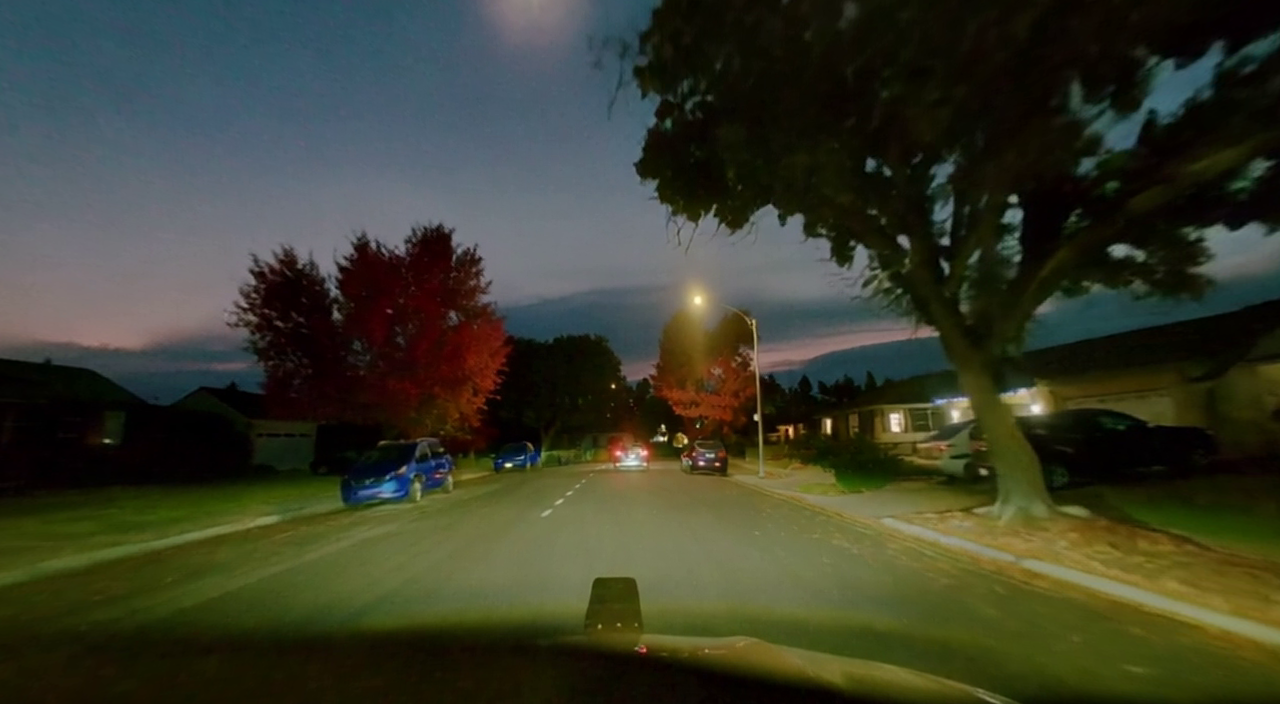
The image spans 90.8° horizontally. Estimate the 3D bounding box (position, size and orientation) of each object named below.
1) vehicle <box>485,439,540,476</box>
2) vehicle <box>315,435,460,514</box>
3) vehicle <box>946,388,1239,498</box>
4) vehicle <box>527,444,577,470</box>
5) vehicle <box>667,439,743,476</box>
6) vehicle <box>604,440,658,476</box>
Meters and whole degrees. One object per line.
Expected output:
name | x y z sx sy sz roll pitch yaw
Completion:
vehicle | -7.177 5.953 35.942 2.235 1.851 4.662 -2 -9 -1
vehicle | -6.753 3.251 17.598 2.254 1.773 4.795 -2 -7 -2
vehicle | 9.673 1.973 13.817 4.813 1.914 2.041 -3 -9 -5
vehicle | -6.659 7.998 48.451 2.641 1.747 4.738 -4 -8 6
vehicle | 2.767 4.700 28.282 2.429 1.502 4.474 1 -9 -7
vehicle | -0.481 4.648 27.958 2.192 1.474 4.192 1 -9 -3
